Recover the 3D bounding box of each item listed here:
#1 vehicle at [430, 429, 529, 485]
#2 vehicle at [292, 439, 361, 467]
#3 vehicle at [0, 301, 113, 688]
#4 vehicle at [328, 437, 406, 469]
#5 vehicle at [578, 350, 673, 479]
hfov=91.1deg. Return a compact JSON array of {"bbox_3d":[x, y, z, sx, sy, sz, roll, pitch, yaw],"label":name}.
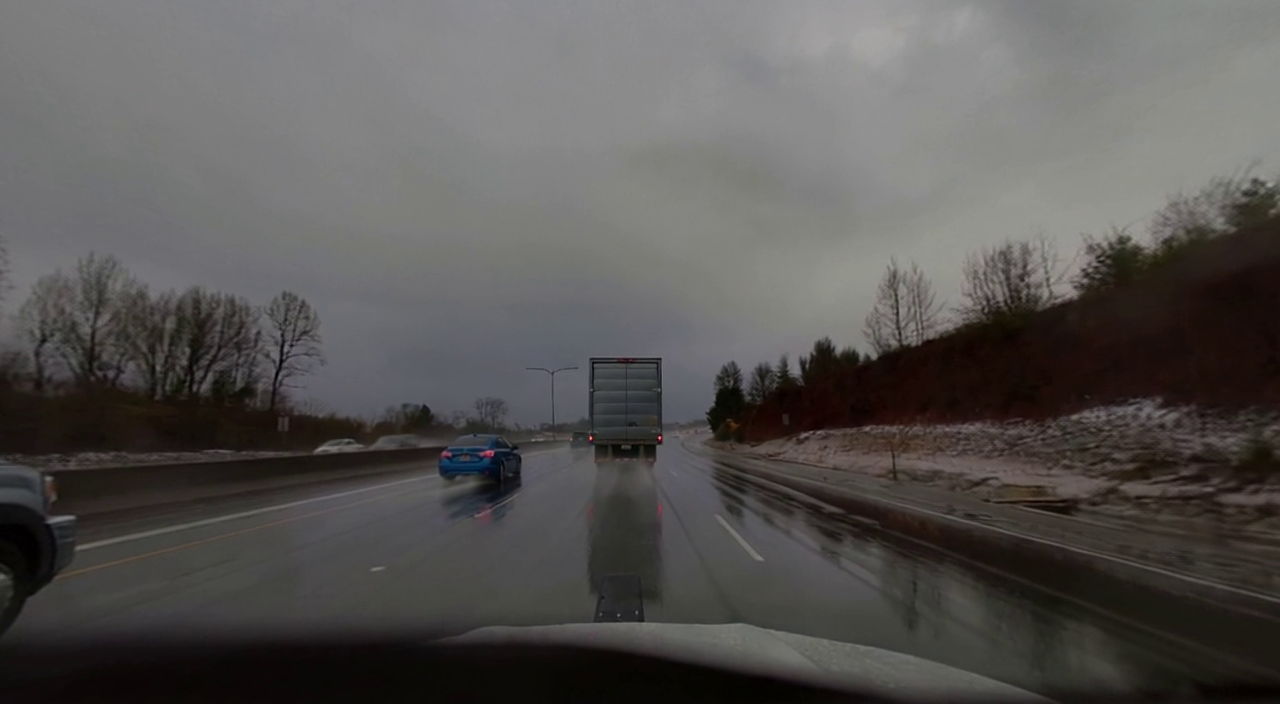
[{"bbox_3d":[-4.843,3.212,19.664,1.931,1.539,4.441,0,-8,-1],"label":"vehicle"},{"bbox_3d":[-18.238,5.865,36.765,1.823,1.500,4.194,0,-8,0],"label":"vehicle"},{"bbox_3d":[-4.372,0.485,1.365,2.168,1.985,4.952,0,-8,-1],"label":"vehicle"},{"bbox_3d":[-14.315,5.280,33.308,1.960,1.555,4.728,0,-8,1],"label":"vehicle"},{"bbox_3d":[-0.527,2.617,24.857,2.953,4.041,10.072,0,-8,-1],"label":"vehicle"}]
